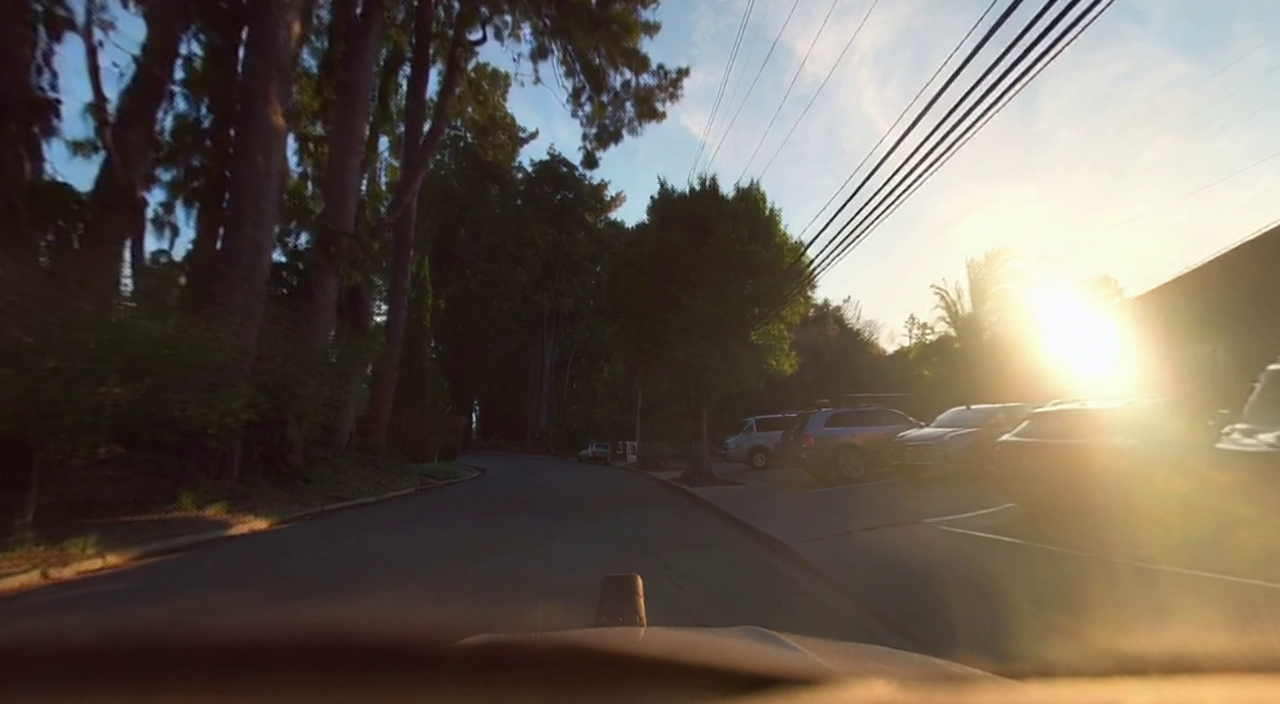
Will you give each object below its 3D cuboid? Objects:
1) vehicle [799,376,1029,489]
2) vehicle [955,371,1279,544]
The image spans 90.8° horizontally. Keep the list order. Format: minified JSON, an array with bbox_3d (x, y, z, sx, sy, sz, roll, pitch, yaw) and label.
[{"bbox_3d":[6.677,1.915,15.322,5.269,2.289,2.446,4,-8,-32],"label":"vehicle"},{"bbox_3d":[6.935,1.280,8.912,4.444,1.902,2.099,1,-4,-26],"label":"vehicle"}]
